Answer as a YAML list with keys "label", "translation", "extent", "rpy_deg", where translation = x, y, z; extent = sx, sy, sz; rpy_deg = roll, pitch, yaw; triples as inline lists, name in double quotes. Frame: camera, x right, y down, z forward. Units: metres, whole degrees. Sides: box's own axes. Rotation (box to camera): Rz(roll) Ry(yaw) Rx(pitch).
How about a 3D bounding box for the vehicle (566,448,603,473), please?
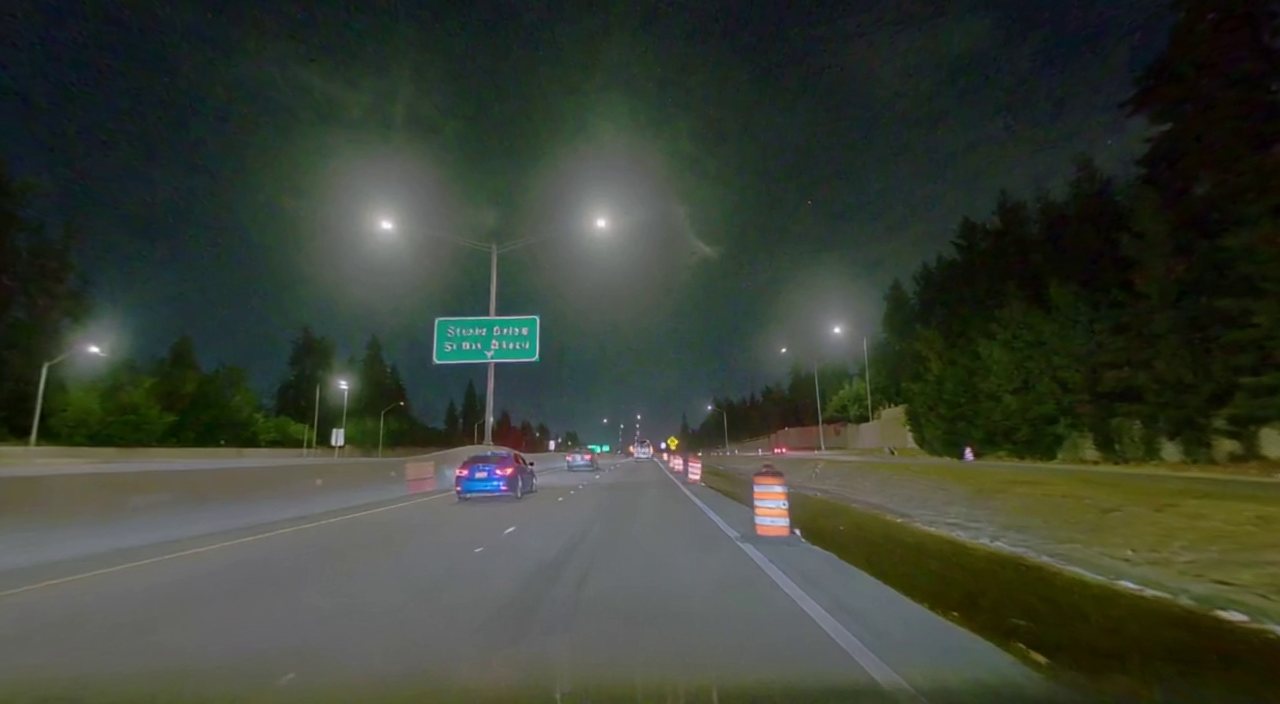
- label: "vehicle"
  translation: [-3.462, 6.825, 39.946]
  extent: [1.965, 1.459, 4.145]
  rpy_deg: [0, -9, 0]

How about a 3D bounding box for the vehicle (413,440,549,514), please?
- label: "vehicle"
  translation: [-3.656, 2.952, 15.459]
  extent: [2.012, 1.510, 4.672]
  rpy_deg: [0, -9, 1]
